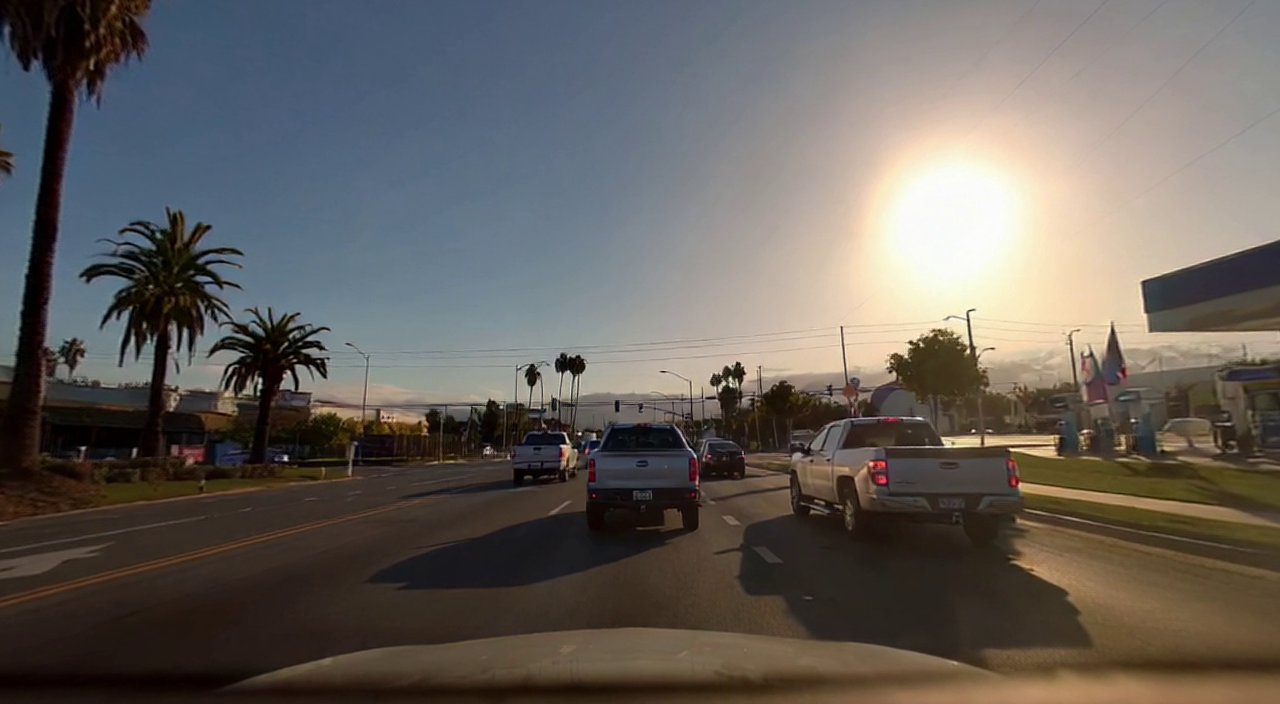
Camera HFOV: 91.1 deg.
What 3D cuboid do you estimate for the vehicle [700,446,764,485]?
[{"bbox_3d":[3.488,4.368,24.507,1.901,1.401,3.965,0,-8,0],"label":"vehicle"}]

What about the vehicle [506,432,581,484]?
[{"bbox_3d":[-3.629,4.107,24.569,2.071,1.811,4.605,0,-8,2],"label":"vehicle"}]

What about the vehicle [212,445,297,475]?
[{"bbox_3d":[-29.067,8.098,47.678,2.543,2.092,6.613,0,-8,-3],"label":"vehicle"}]

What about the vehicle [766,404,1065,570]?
[{"bbox_3d":[3.610,1.903,9.774,2.120,1.828,5.531,0,-8,0],"label":"vehicle"}]

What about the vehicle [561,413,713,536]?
[{"bbox_3d":[0.020,2.247,12.266,2.295,1.835,5.471,0,-8,1],"label":"vehicle"}]
